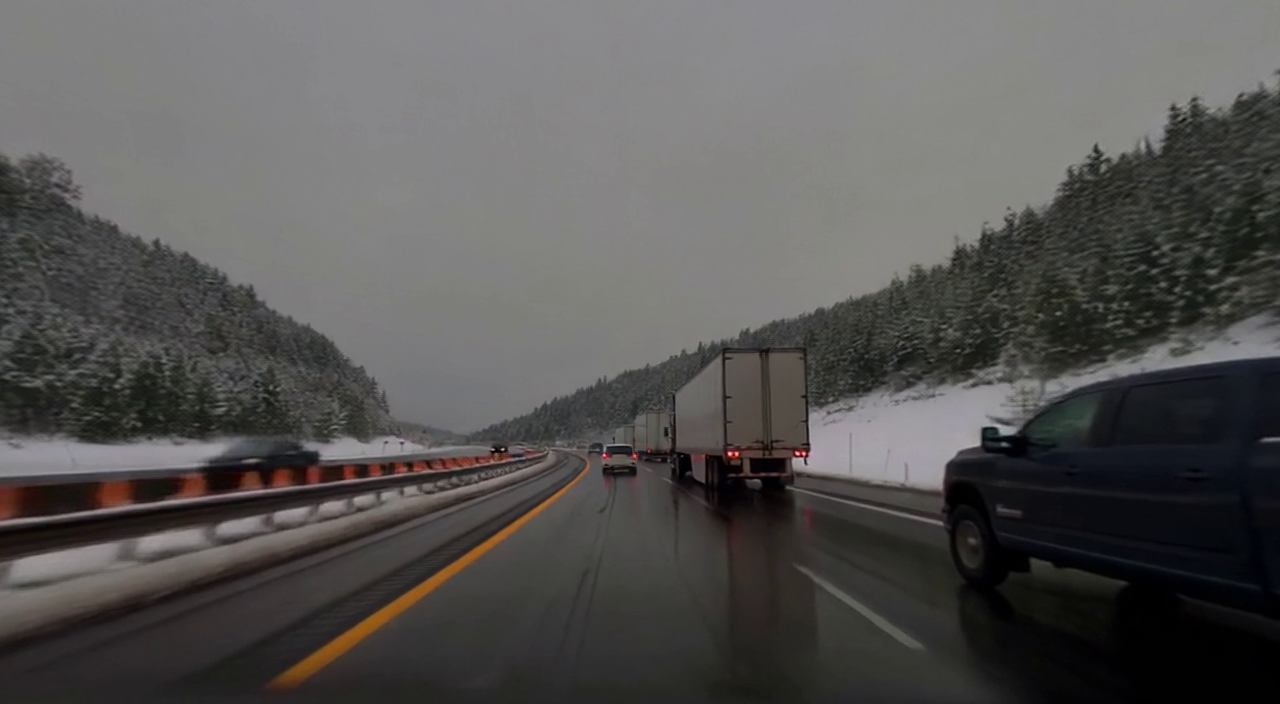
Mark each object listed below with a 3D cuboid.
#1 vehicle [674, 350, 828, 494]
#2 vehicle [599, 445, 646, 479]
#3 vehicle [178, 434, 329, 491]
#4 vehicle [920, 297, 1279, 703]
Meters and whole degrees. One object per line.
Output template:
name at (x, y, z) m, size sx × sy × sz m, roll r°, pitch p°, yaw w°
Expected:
vehicle at (3.512, 3.097, 25.212) m, size 2.911 × 4.099 × 14.578 m, roll 0°, pitch -9°, yaw -3°
vehicle at (-0.840, 4.999, 28.781) m, size 2.029 × 1.437 × 3.794 m, roll 0°, pitch -9°, yaw -3°
vehicle at (-11.141, 3.228, 18.630) m, size 1.803 × 1.471 × 4.299 m, roll 0°, pitch -9°, yaw -1°
vehicle at (3.881, 0.877, 3.642) m, size 2.034 × 1.968 × 5.221 m, roll 0°, pitch -9°, yaw -1°
